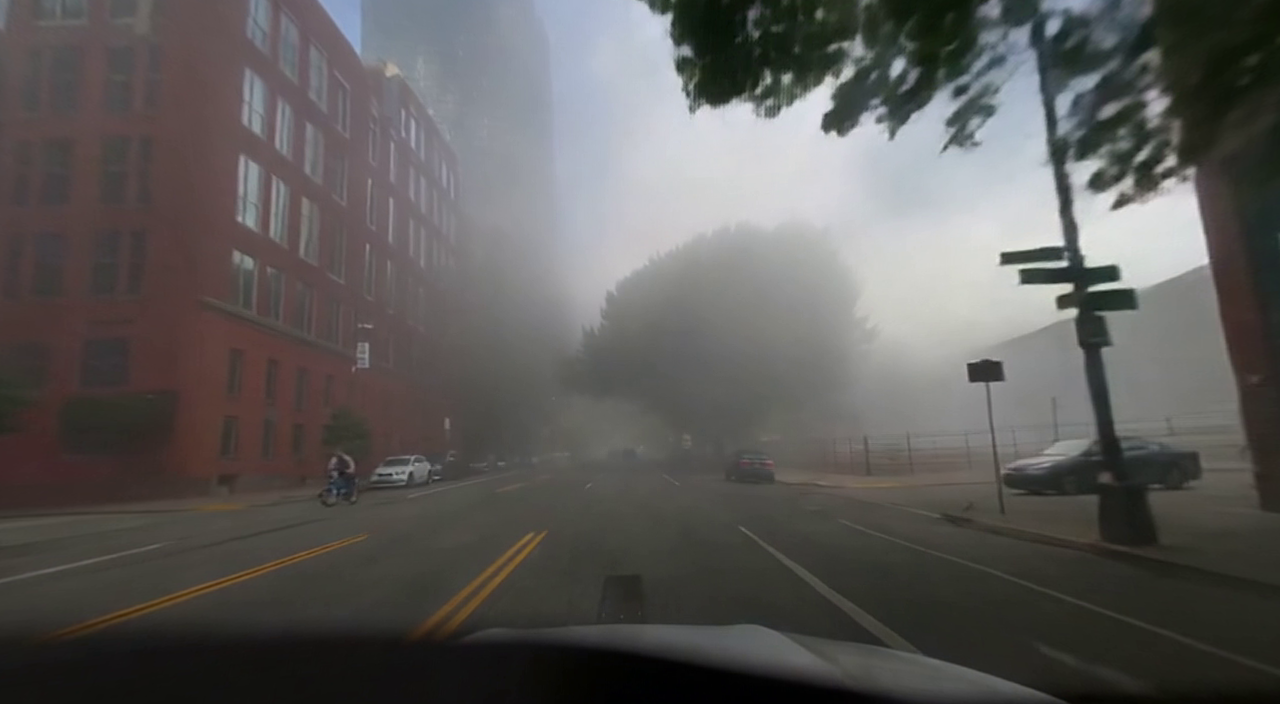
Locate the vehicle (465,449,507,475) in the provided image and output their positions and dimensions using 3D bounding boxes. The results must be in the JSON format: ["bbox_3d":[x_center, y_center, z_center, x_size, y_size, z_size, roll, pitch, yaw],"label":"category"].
[{"bbox_3d":[-11.609,8.319,48.070,1.970,1.828,5.519,-1,-9,-2],"label":"vehicle"}]

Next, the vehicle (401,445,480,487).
[{"bbox_3d":[-11.112,6.360,35.800,2.574,1.922,6.292,-4,-8,-2],"label":"vehicle"}]

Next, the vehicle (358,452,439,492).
[{"bbox_3d":[-11.246,5.580,29.824,1.992,1.629,4.773,-2,-9,-1],"label":"vehicle"}]

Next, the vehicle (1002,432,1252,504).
[{"bbox_3d":[11.595,2.776,15.310,4.380,1.608,1.942,0,-9,0],"label":"vehicle"}]

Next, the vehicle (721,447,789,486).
[{"bbox_3d":[4.754,4.792,26.809,1.929,1.522,4.543,0,-9,-1],"label":"vehicle"}]
